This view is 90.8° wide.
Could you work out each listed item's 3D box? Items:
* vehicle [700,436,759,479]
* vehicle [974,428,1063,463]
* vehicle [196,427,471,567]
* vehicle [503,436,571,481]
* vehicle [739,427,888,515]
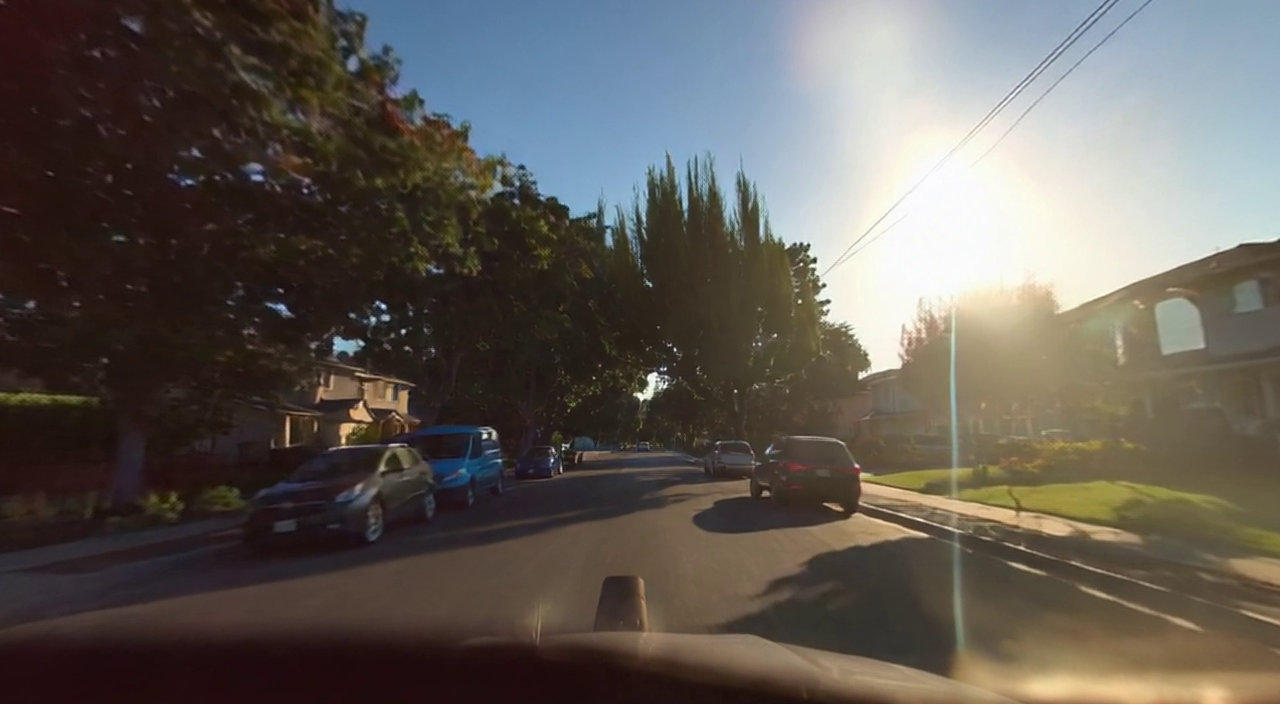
[{"bbox_3d":[4.008,4.822,29.119,2.173,1.806,4.701,0,-8,2],"label":"vehicle"},{"bbox_3d":[19.380,4.819,32.562,2.086,1.658,4.154,0,-9,2],"label":"vehicle"},{"bbox_3d":[-4.540,2.140,10.441,2.116,1.659,4.832,-3,-7,1],"label":"vehicle"},{"bbox_3d":[-4.324,4.541,27.135,2.157,1.736,4.104,-1,-9,1],"label":"vehicle"},{"bbox_3d":[4.122,2.937,16.280,2.152,1.810,5.846,0,-8,0],"label":"vehicle"}]
